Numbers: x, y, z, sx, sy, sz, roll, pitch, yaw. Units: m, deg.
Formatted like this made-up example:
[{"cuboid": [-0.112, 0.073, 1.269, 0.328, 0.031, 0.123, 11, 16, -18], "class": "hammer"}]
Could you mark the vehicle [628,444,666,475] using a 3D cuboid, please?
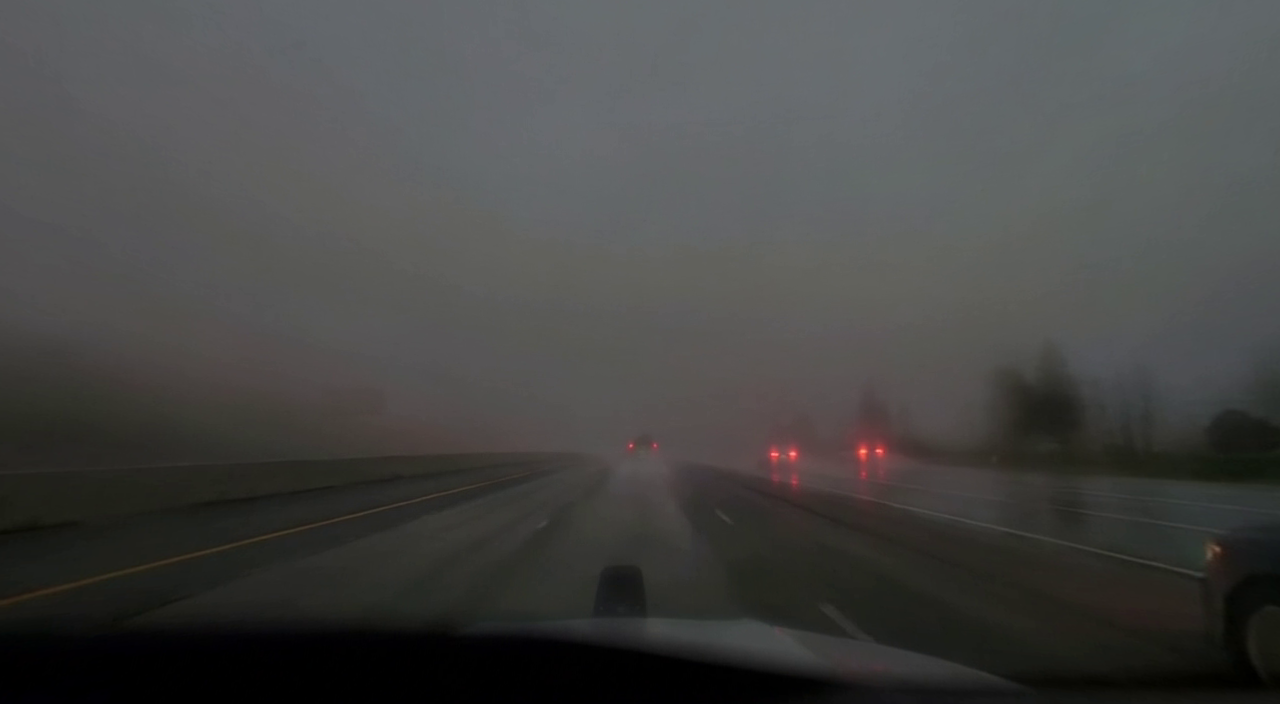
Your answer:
[{"cuboid": [0.408, 6.080, 35.860, 2.015, 1.639, 4.086, 0, -9, 1], "class": "vehicle"}]

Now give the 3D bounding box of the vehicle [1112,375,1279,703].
[{"cuboid": [3.801, 0.641, 1.060, 2.008, 1.595, 5.082, 0, -9, -1], "class": "vehicle"}]
